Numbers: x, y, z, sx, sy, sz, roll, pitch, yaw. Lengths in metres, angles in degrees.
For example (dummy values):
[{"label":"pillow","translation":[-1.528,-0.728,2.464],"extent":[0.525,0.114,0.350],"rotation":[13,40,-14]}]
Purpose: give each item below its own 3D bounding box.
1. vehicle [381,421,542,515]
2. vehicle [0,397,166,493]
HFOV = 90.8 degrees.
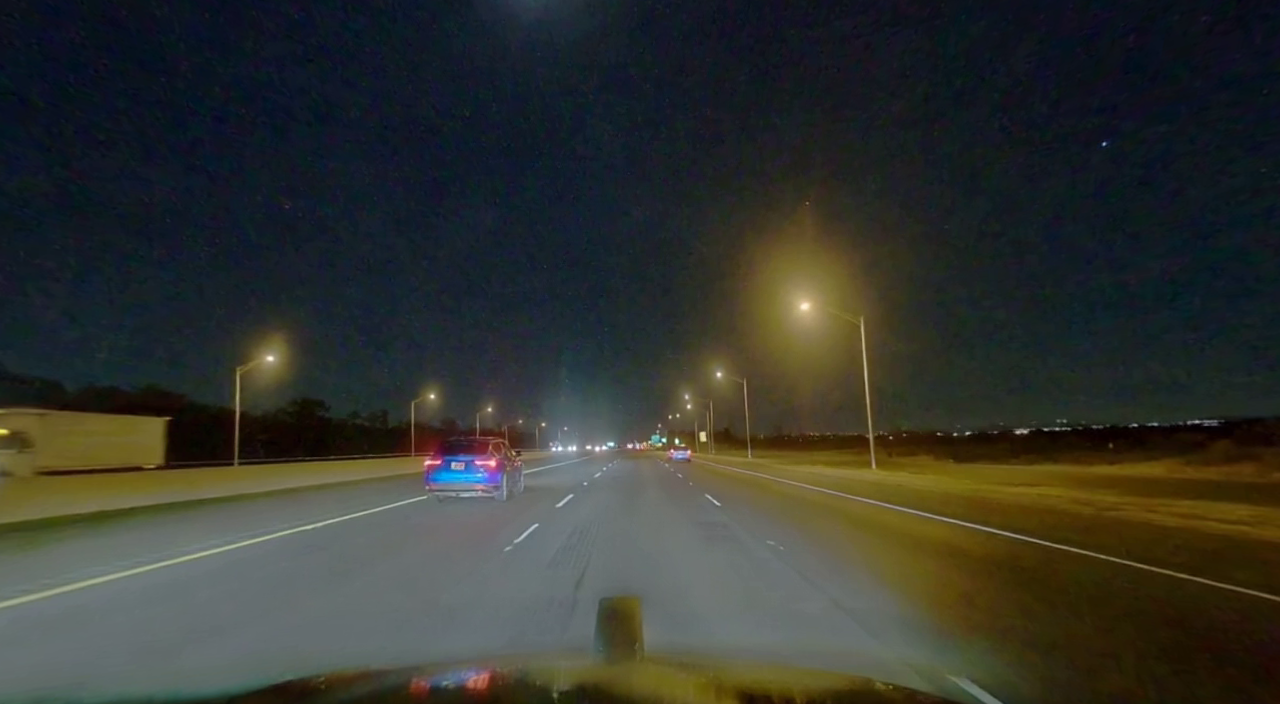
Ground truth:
[{"label":"vehicle","translation":[-3.789,2.581,14.578],"extent":[2.205,1.773,5.124],"rotation":[0,-9,0]},{"label":"vehicle","translation":[-23.226,3.551,23.963],"extent":[3.211,3.197,9.419],"rotation":[0,-9,-1]}]
